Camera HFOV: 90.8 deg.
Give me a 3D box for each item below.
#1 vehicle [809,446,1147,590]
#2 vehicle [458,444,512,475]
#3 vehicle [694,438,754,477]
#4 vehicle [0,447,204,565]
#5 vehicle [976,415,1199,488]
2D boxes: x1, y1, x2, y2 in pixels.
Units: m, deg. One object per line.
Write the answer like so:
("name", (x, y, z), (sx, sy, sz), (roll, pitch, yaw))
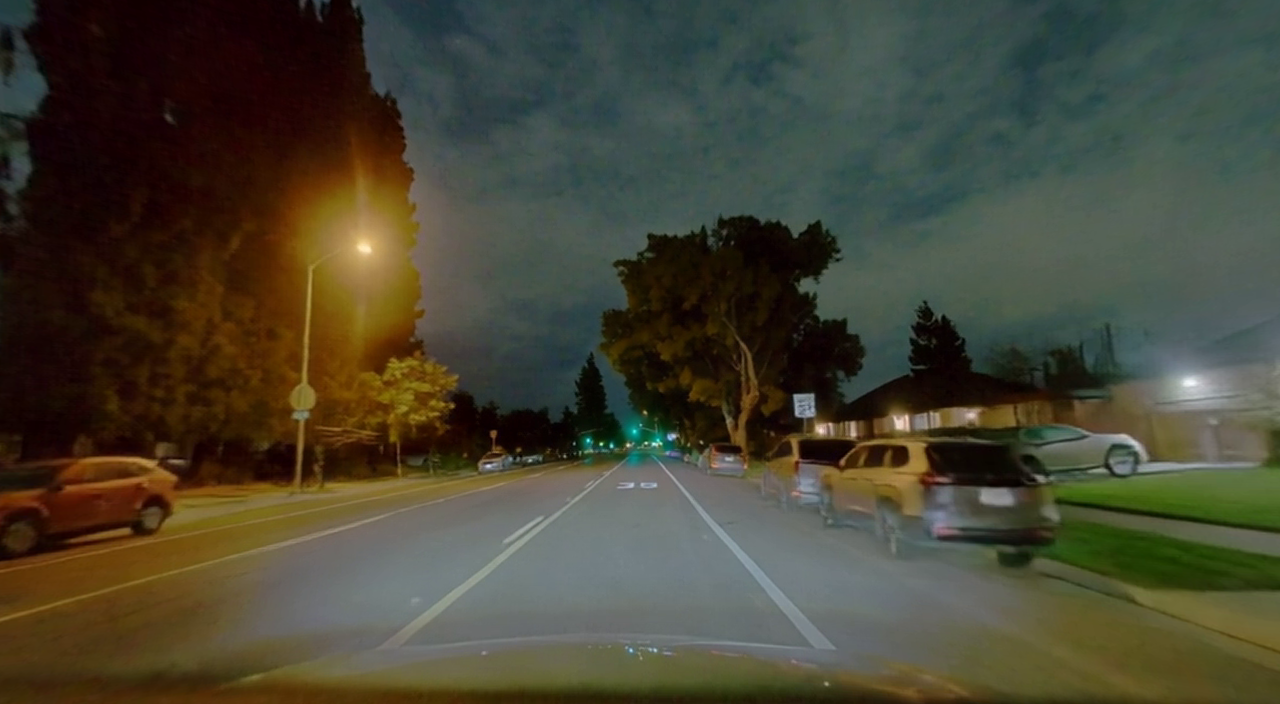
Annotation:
("vehicle", (4.126, 2.070, 8.979), (2.087, 1.454, 4.914), (0, -8, 0))
("vehicle", (-10.745, 7.524, 44.302), (2.338, 1.871, 5.795), (-3, -9, 0))
("vehicle", (4.132, 5.291, 31.883), (2.254, 1.812, 4.817), (0, -8, -1))
("vehicle", (-10.765, 2.667, 11.433), (2.093, 1.767, 5.120), (-1, -9, 0))
("vehicle", (11.947, 2.697, 17.153), (4.415, 1.705, 1.914), (-3, -9, 4))
